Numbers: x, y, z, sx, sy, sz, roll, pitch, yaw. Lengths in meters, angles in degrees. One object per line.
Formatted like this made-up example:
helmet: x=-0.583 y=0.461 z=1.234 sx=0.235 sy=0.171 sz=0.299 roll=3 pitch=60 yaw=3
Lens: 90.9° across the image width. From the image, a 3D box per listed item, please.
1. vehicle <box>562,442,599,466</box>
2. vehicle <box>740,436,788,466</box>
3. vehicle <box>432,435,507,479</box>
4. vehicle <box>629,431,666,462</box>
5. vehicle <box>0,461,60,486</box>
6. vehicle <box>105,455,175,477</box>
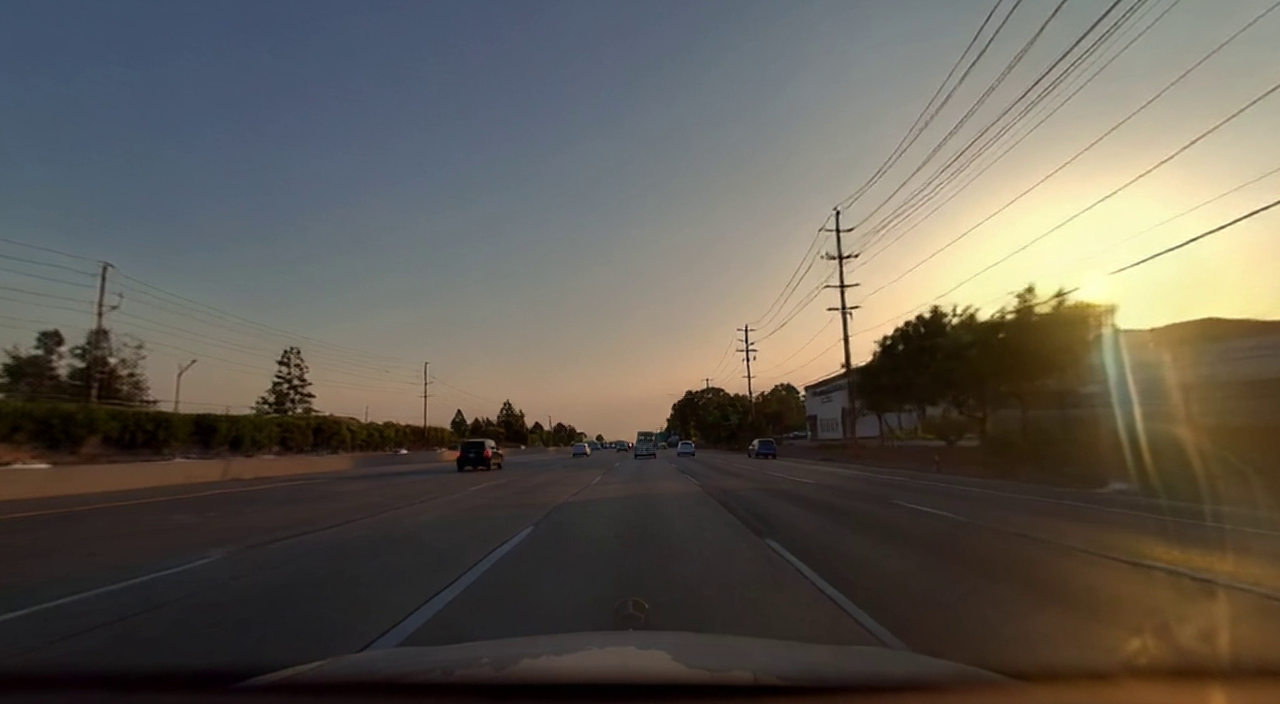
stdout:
vehicle: x=-3.785 y=6.550 z=40.737 sx=1.979 sy=1.469 sz=4.378 roll=0 pitch=-8 yaw=0
vehicle: x=7.323 y=5.879 z=37.623 sx=1.937 sy=1.698 sz=4.322 roll=0 pitch=-8 yaw=-1
vehicle: x=-7.322 y=4.546 z=27.511 sx=2.007 sy=1.732 sz=4.395 roll=0 pitch=-8 yaw=0
vehicle: x=0.480 y=7.151 z=47.698 sx=2.622 sy=2.208 sz=5.320 roll=0 pitch=-8 yaw=-1
vehicle: x=-40.685 y=7.896 z=41.201 sx=1.721 sy=1.452 sz=4.006 roll=0 pitch=-8 yaw=0
vehicle: x=-37.143 y=8.476 z=46.963 sx=1.751 sy=1.460 sz=4.239 roll=0 pitch=-8 yaw=0
